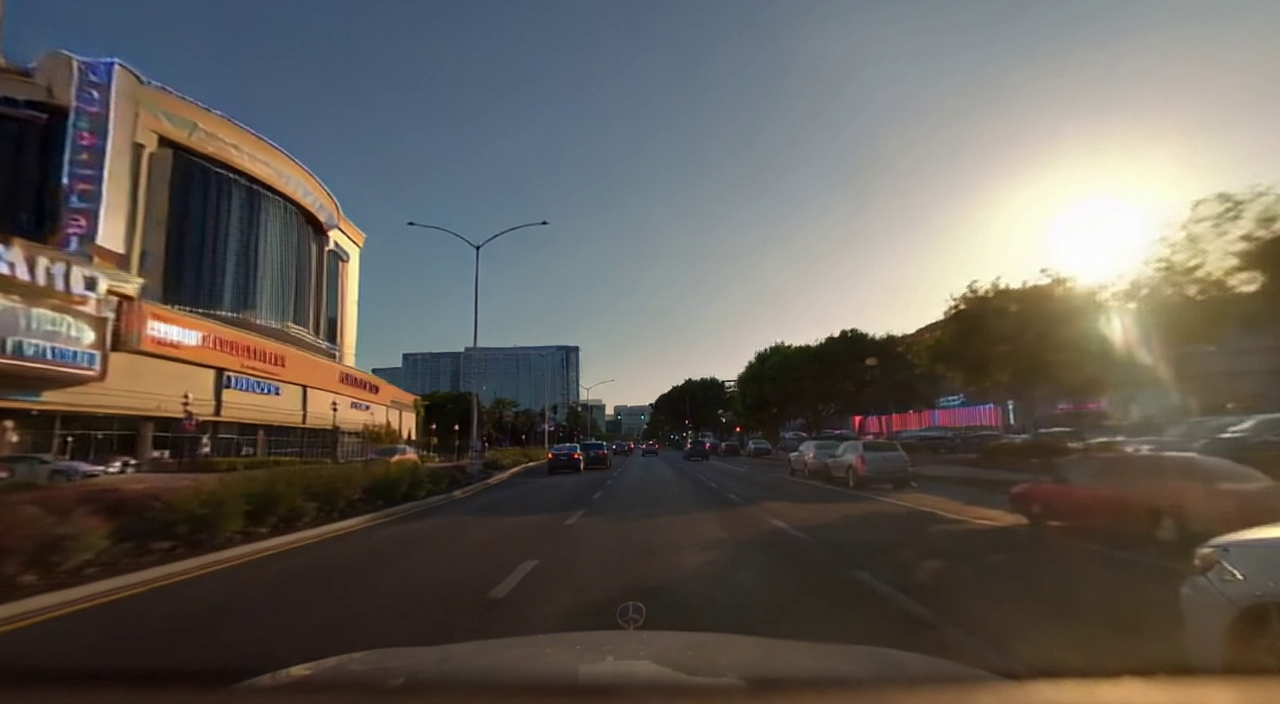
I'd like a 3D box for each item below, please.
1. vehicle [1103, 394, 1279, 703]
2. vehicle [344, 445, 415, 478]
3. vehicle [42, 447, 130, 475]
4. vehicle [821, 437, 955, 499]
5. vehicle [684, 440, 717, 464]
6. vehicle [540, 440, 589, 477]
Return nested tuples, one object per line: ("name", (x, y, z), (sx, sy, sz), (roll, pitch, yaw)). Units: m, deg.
("vehicle", (3.448, 0.698, 1.009), (1.981, 1.499, 4.536), (-1, -9, 1))
("vehicle", (-14.347, 6.040, 34.997), (1.905, 1.687, 4.436), (-1, -8, 1))
("vehicle", (-34.780, 6.822, 39.715), (1.810, 1.606, 3.988), (-1, -8, 1))
("vehicle", (7.213, 3.396, 18.947), (1.918, 1.598, 4.536), (0, -9, -4))
("vehicle", (4.564, 7.537, 47.748), (2.007, 1.683, 4.171), (0, -8, -1))
("vehicle", (-3.433, 4.903, 29.280), (1.917, 1.511, 4.436), (0, -8, -3))
